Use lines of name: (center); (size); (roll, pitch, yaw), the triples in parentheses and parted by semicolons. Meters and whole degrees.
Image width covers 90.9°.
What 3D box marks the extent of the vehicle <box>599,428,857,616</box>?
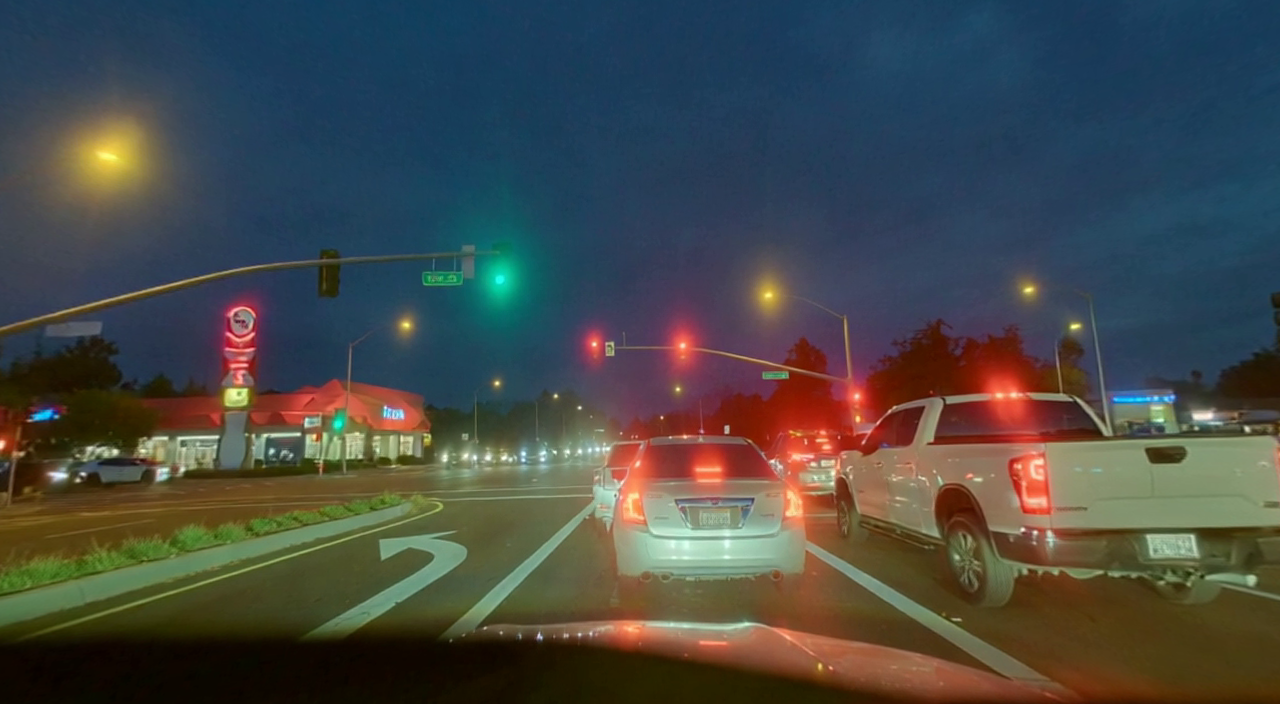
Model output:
vehicle: (0.618, 1.614, 6.910); (2.038, 1.447, 3.756); (0, -8, -2)

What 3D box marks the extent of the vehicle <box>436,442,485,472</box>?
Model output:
vehicle: (-11.865, 6.936, 41.908); (1.991, 1.844, 4.393); (0, -8, -1)

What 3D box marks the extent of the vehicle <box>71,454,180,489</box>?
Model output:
vehicle: (-29.083, 6.728, 35.690); (4.789, 1.828, 2.025); (-2, -9, 10)

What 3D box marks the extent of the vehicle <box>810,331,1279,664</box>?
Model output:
vehicle: (3.794, 1.290, 6.748); (2.358, 2.116, 5.328); (0, -8, -1)

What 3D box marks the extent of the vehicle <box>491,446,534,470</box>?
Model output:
vehicle: (-8.455, 7.064, 42.179); (2.002, 1.469, 4.301); (0, -8, -1)
